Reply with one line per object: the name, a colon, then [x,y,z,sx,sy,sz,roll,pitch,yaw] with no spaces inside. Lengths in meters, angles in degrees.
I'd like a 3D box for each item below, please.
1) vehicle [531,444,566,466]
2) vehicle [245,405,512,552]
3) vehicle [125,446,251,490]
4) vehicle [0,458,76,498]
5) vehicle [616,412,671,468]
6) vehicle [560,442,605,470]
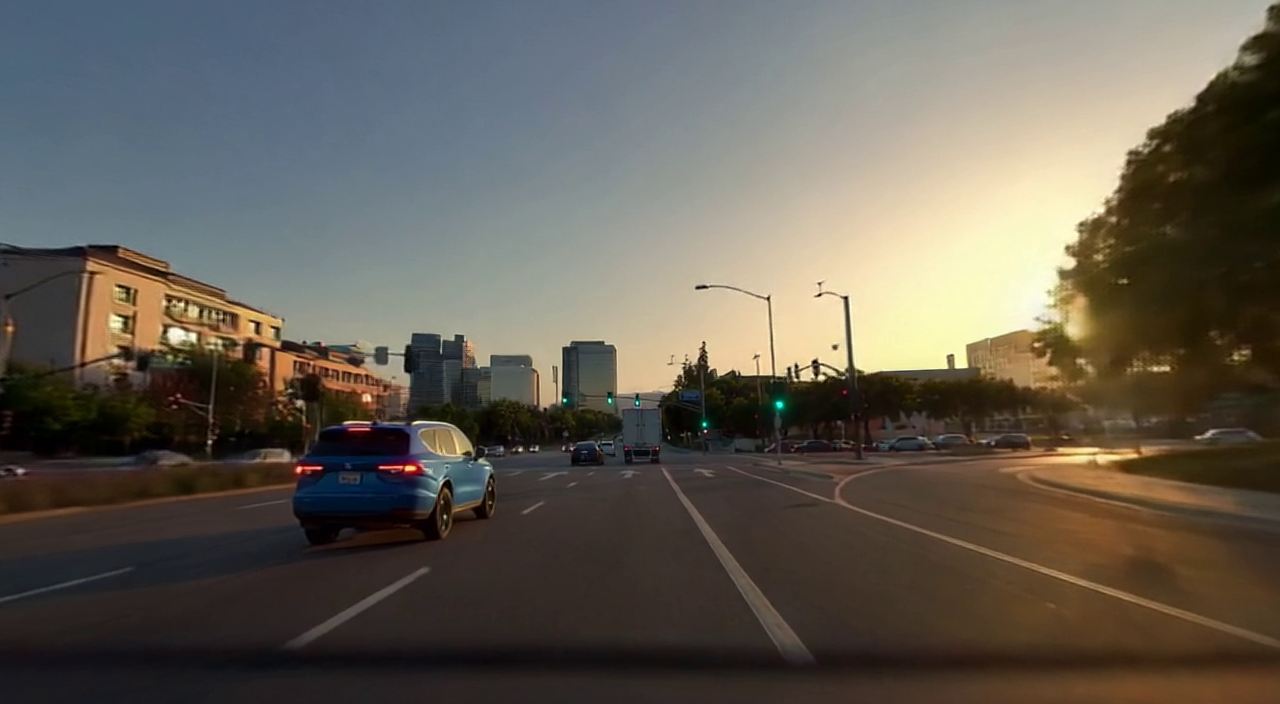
vehicle: [-6.660,7.537,46.144,1.933,1.477,4.119,0,-9,1]
vehicle: [-3.791,1.956,10.408,2.178,1.826,4.933,0,-9,2]
vehicle: [-18.317,4.686,25.738,1.963,1.643,4.221,0,-9,1]
vehicle: [-28.863,5.705,28.558,2.028,1.652,4.607,0,-9,1]
vehicle: [0.256,5.289,37.570,2.993,3.051,6.692,0,-9,1]
vehicle: [-3.154,5.832,35.422,2.023,1.483,4.143,0,-9,2]
